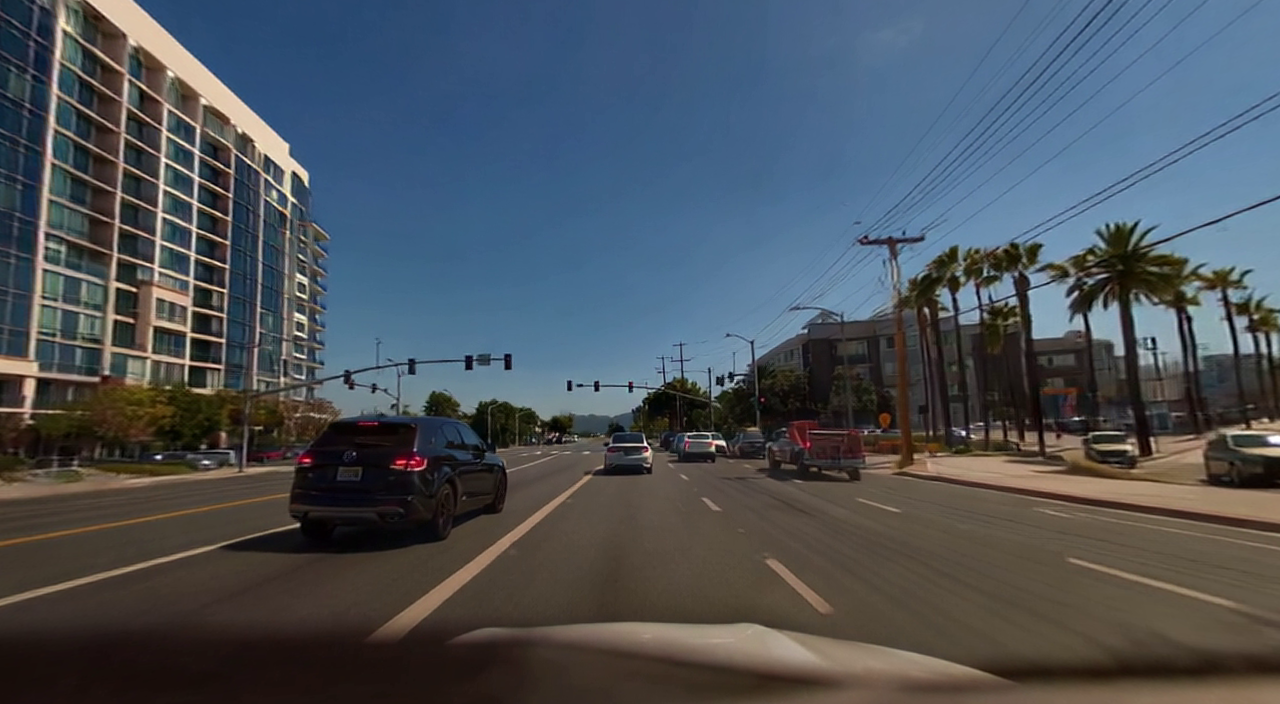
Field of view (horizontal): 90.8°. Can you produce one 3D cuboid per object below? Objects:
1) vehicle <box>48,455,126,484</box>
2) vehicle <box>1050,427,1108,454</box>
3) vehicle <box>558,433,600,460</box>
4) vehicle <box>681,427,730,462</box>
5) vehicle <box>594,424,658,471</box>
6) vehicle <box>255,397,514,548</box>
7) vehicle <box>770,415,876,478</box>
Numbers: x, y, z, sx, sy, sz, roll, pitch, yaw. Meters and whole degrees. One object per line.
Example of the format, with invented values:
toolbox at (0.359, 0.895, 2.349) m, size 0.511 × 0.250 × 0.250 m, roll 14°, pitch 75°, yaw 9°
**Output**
vehicle at (-31.303, 6.613, 35.922) m, size 1.879 × 1.448 × 4.729 m, roll 4°, pitch -9°, yaw -24°
vehicle at (26.042, 5.291, 37.622) m, size 2.020 × 1.501 × 4.732 m, roll -4°, pitch -9°, yaw 25°
vehicle at (-3.467, 5.457, 36.511) m, size 1.973 × 1.504 × 3.895 m, roll 0°, pitch -9°, yaw 0°
vehicle at (3.220, 4.673, 31.871) m, size 1.975 × 1.598 × 4.025 m, roll 0°, pitch -9°, yaw -1°
vehicle at (-0.541, 3.783, 24.980) m, size 2.302 × 1.681 × 4.217 m, roll 0°, pitch -9°, yaw -1°
vehicle at (-3.465, 1.756, 9.740) m, size 2.136 × 1.779 × 4.417 m, roll 0°, pitch -9°, yaw 0°
vehicle at (6.424, 3.419, 22.904) m, size 2.130 × 1.979 × 5.310 m, roll 0°, pitch -9°, yaw -1°
